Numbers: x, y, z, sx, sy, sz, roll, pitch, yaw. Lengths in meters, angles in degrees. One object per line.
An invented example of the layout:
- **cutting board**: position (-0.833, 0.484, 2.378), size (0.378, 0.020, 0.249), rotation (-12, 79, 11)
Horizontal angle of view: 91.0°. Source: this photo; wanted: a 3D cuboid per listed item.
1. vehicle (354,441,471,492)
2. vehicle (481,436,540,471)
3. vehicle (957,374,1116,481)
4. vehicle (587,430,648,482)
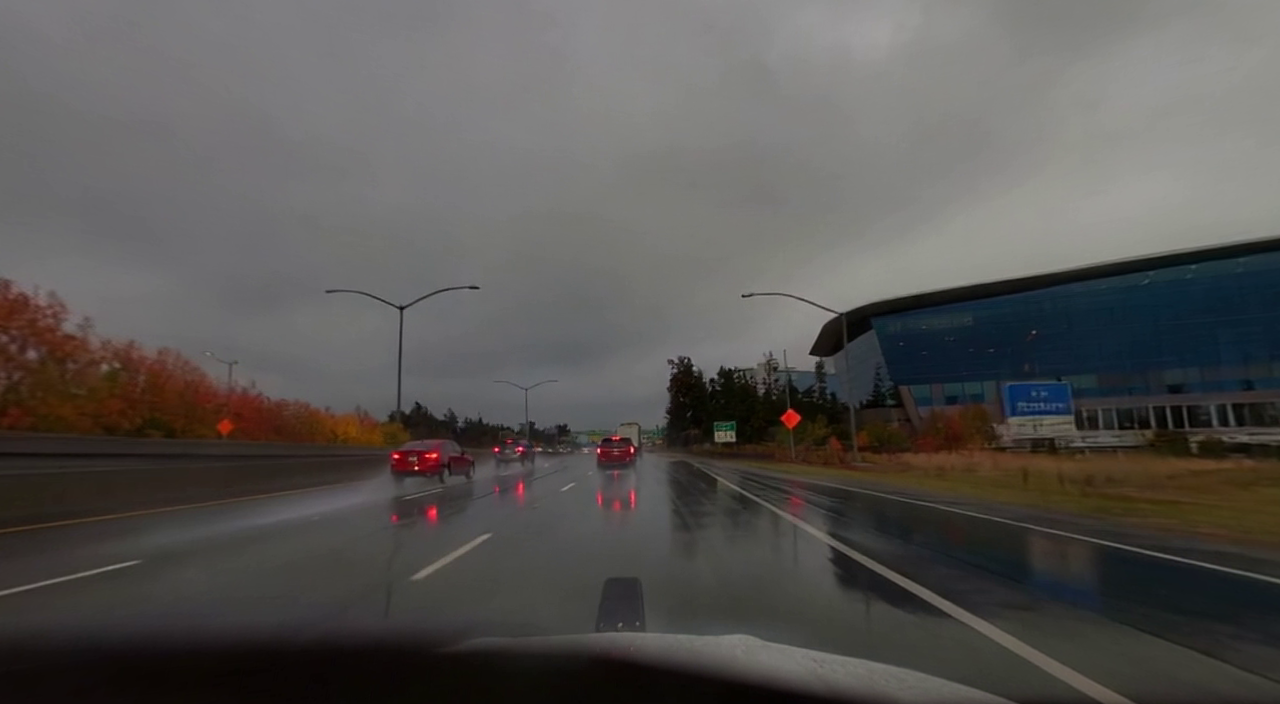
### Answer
- **vehicle**: position (-7.316, 3.712, 20.840), size (2.074, 1.495, 4.643), rotation (0, -9, 1)
- **vehicle**: position (-7.671, 6.078, 37.986), size (2.328, 1.927, 5.880), rotation (0, -9, 0)
- **vehicle**: position (14.333, 2.824, 23.203), size (2.879, 3.559, 4.020), rotation (0, -9, -3)
- **vehicle**: position (-0.817, 4.197, 25.631), size (2.245, 1.863, 4.801), rotation (0, -9, 0)
